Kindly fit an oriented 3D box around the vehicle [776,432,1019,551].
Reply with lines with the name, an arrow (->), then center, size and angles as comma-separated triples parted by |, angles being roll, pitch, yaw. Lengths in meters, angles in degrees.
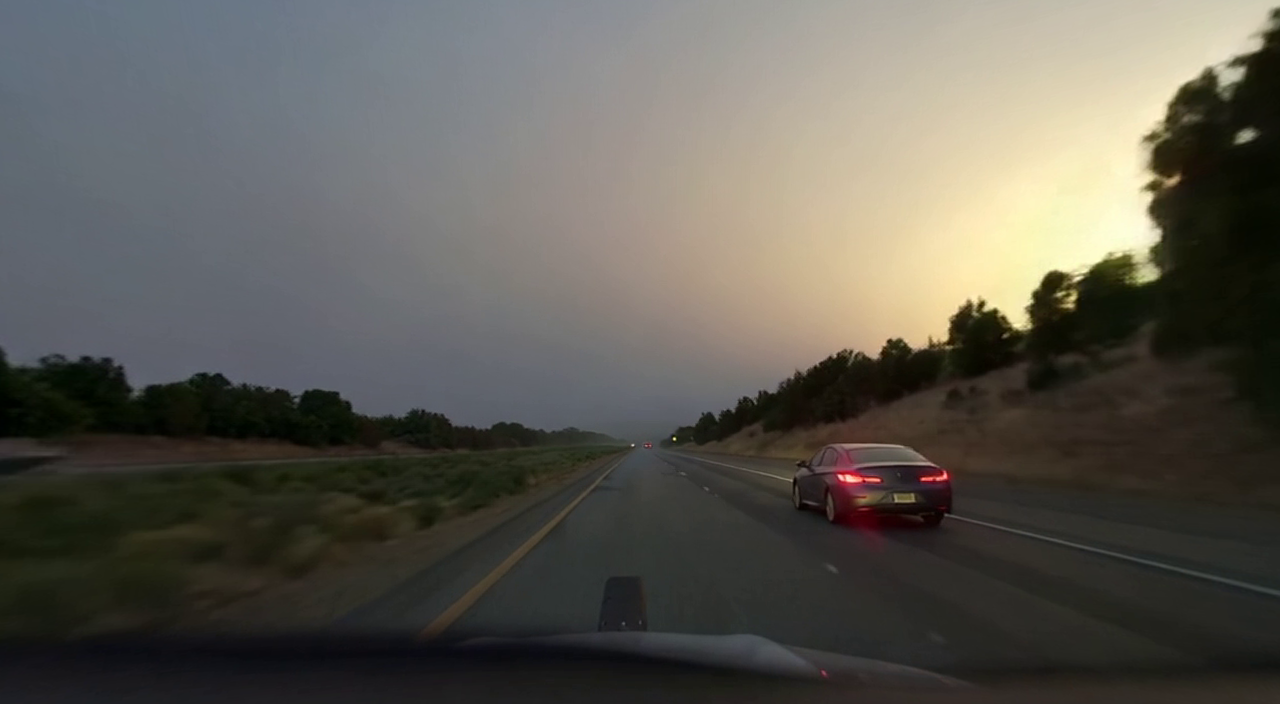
vehicle -> 3.711, 2.082, 10.176 | 2.003, 1.466, 4.441 | 0, -8, 0
